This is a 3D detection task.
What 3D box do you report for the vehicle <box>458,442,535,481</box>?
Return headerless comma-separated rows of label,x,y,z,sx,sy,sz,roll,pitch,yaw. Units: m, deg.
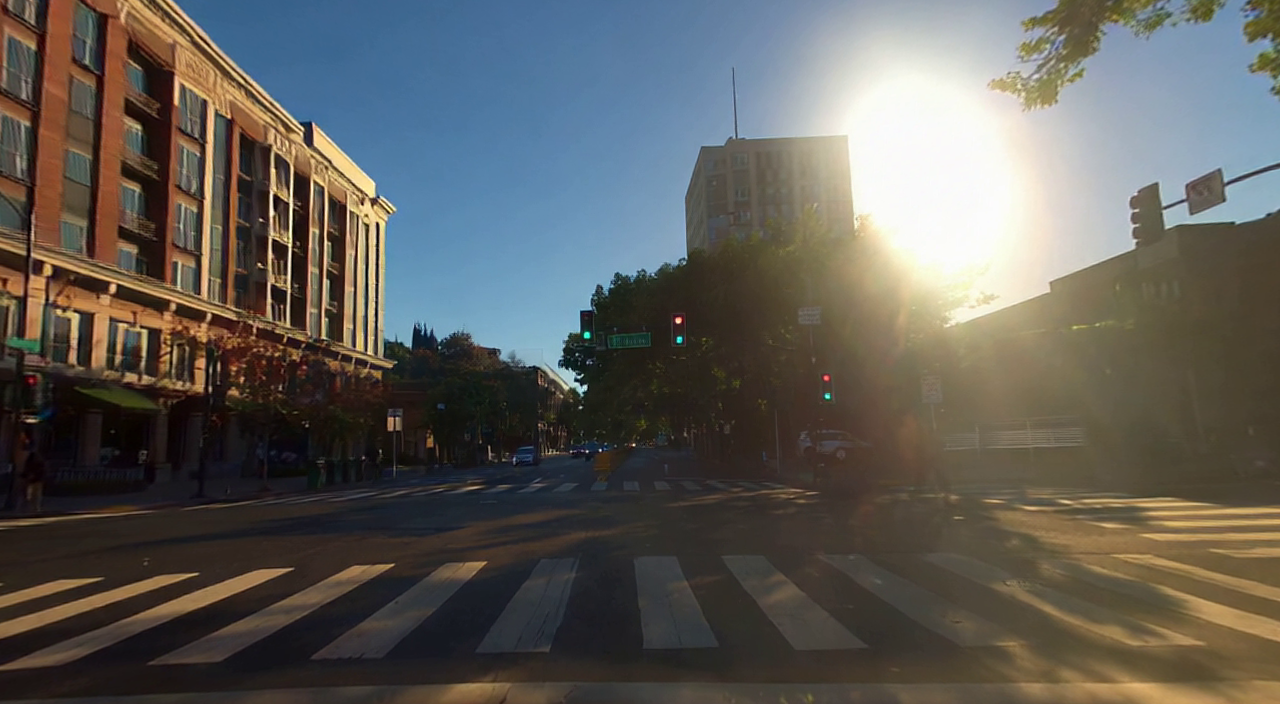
vehicle,-5.883,4.547,26.486,2.127,1.473,4.428,0,-8,1
